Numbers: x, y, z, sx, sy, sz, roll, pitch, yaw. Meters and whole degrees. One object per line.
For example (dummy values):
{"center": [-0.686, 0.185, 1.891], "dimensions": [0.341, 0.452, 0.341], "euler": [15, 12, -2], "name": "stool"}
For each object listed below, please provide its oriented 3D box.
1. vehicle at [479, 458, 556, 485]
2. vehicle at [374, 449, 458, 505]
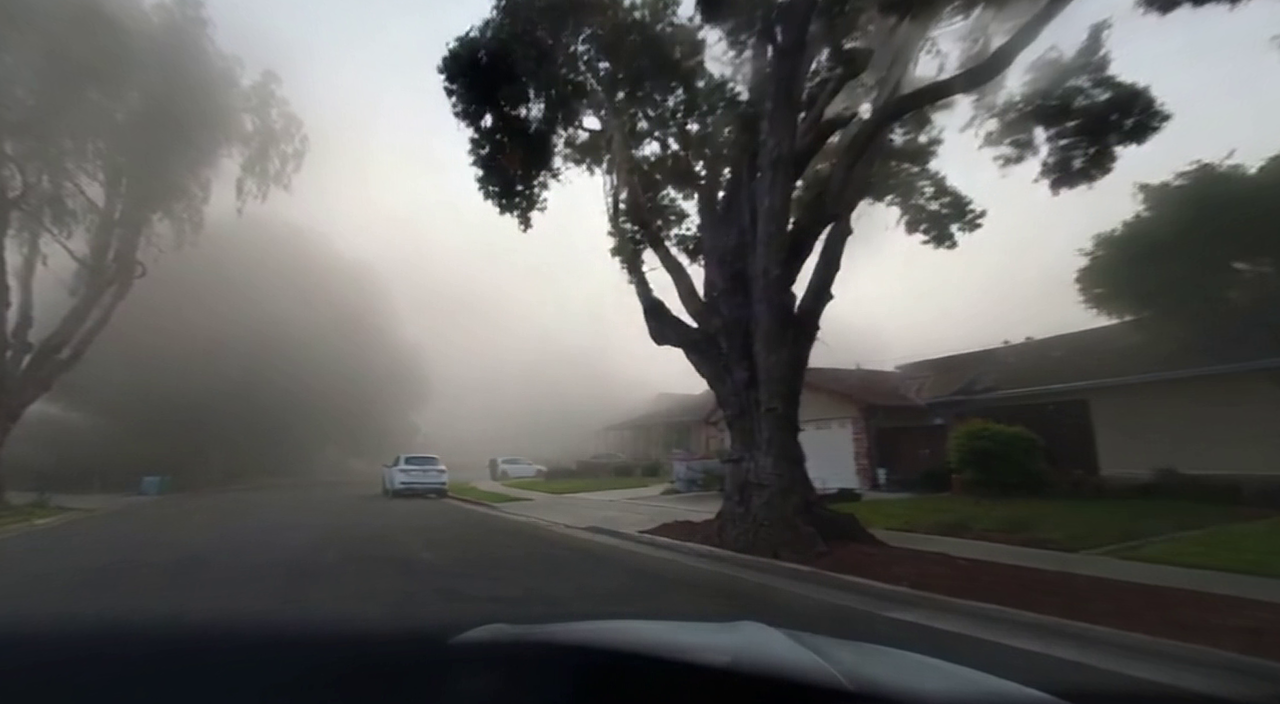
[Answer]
{"center": [-7.513, 7.286, 38.553], "dimensions": [4.457, 1.510, 1.762], "euler": [2, -9, -13], "name": "vehicle"}
{"center": [-8.415, 4.535, 23.345], "dimensions": [2.163, 1.760, 4.591], "euler": [5, -10, -28], "name": "vehicle"}
